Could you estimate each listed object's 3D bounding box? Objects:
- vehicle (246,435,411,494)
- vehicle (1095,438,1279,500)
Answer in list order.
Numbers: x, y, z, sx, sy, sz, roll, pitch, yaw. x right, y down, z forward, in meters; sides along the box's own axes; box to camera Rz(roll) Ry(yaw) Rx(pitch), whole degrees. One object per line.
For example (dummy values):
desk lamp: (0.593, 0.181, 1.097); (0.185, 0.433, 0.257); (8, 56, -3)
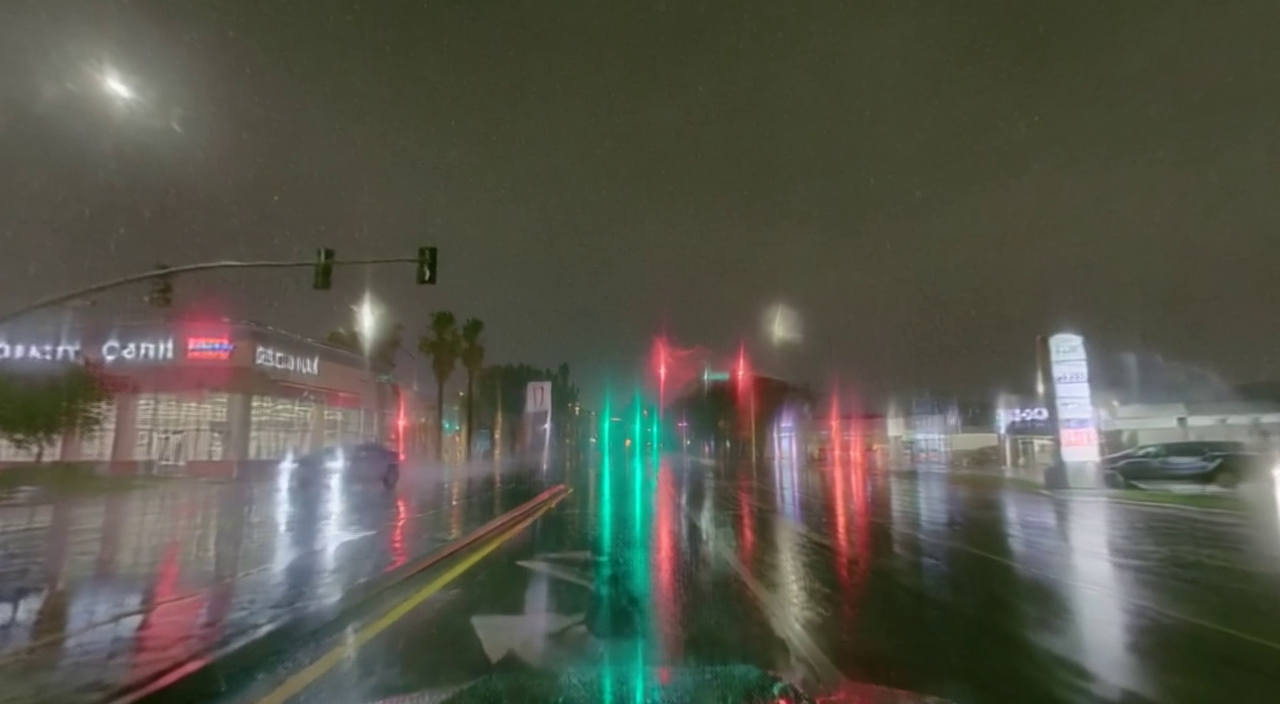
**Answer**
vehicle: (-10.287, 3.684, 21.150); (2.010, 1.728, 4.408); (-7, -11, 41)
vehicle: (22.233, 4.644, 25.591); (2.195, 2.201, 5.616); (5, -10, -29)
